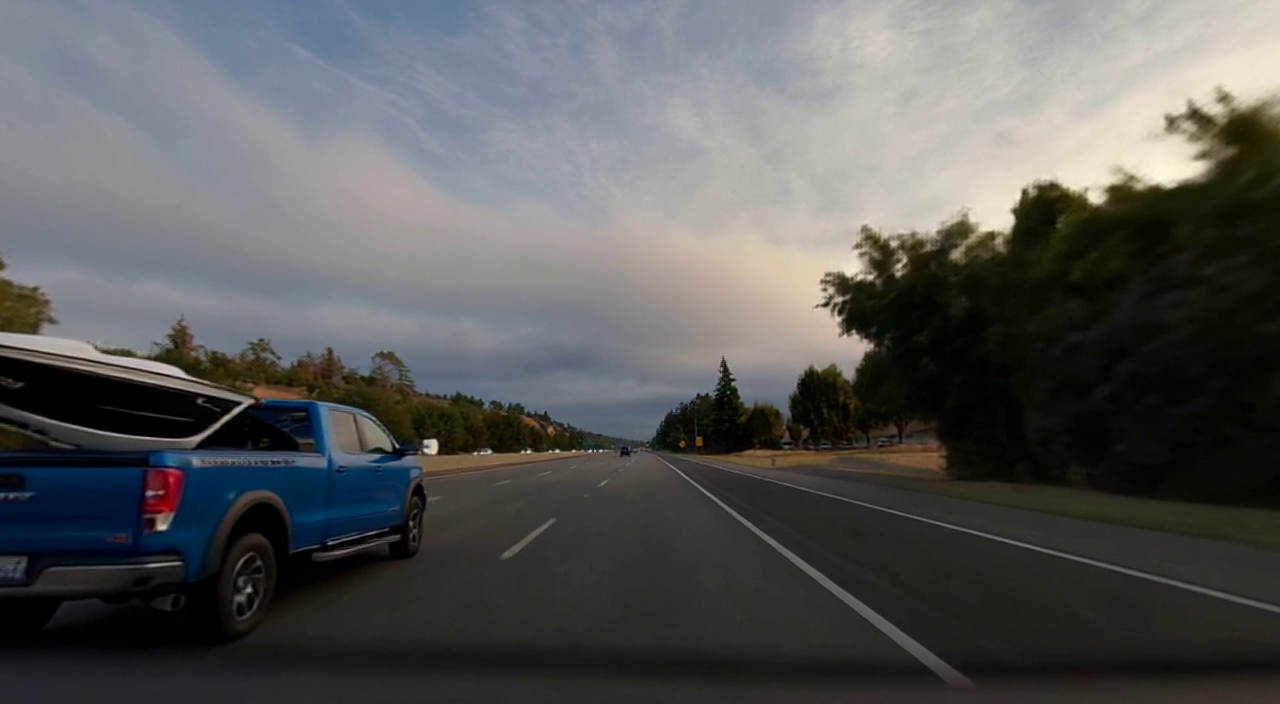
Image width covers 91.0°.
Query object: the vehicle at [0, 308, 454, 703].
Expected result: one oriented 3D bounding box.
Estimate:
[{"bbox_3d":[-3.320,1.112,4.722,2.202,1.836,5.009,0,-9,1],"label":"vehicle"}]
